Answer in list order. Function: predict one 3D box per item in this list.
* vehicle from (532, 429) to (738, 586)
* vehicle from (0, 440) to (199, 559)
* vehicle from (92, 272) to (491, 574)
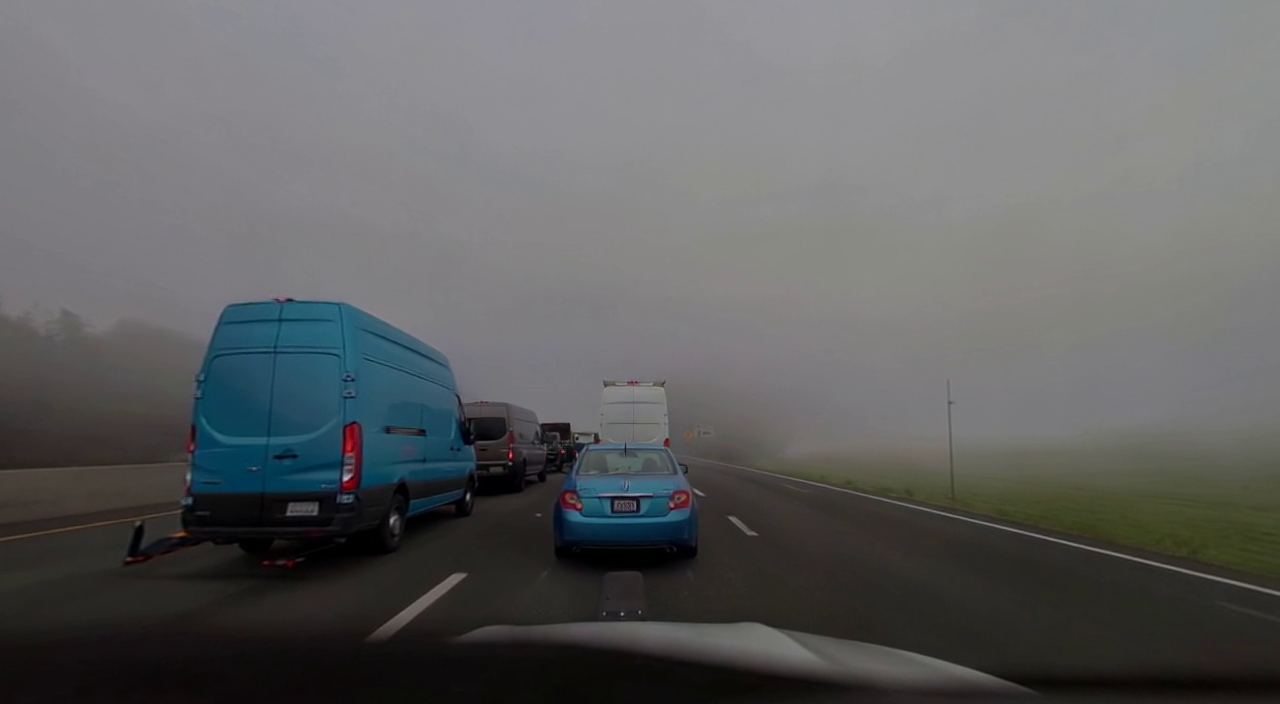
[{"bbox_3d":[-0.076,1.778,7.888,1.995,1.495,3.380,0,-9,-1],"label":"vehicle"},{"bbox_3d":[-8.876,2.070,9.348,1.797,1.466,3.924,0,-9,0],"label":"vehicle"},{"bbox_3d":[-4.066,1.135,9.380,2.254,2.879,6.656,0,-9,-2],"label":"vehicle"}]
